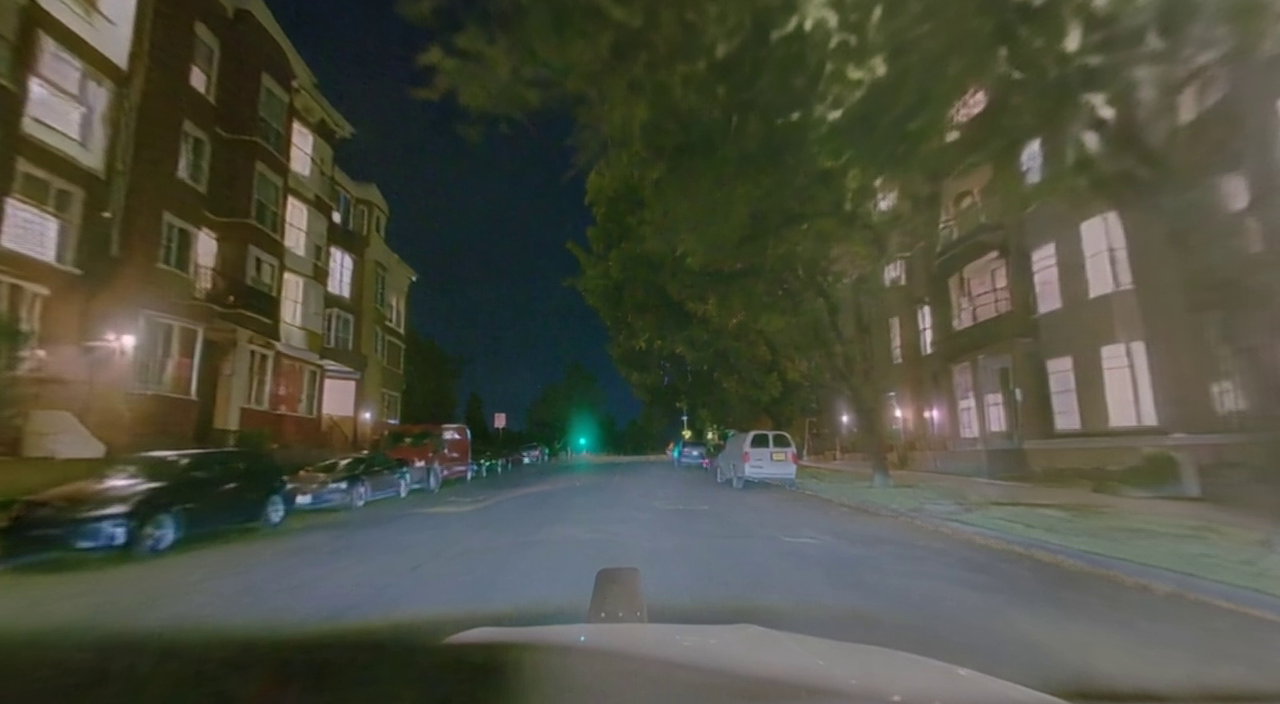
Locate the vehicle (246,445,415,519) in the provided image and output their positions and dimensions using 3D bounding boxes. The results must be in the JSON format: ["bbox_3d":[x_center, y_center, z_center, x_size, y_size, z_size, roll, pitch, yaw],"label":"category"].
[{"bbox_3d":[-7.213,3.024,15.247,1.953,1.501,4.125,-1,-8,1],"label":"vehicle"}]

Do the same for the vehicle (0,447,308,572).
[{"bbox_3d":[-7.232,2.250,9.810,1.832,1.483,4.140,-1,-9,0],"label":"vehicle"}]

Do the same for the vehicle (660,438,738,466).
[{"bbox_3d":[3.844,6.555,41.364,4.726,1.731,2.075,-5,-10,33],"label":"vehicle"}]

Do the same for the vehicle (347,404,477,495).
[{"bbox_3d":[-7.515,3.391,21.619,2.341,2.674,5.753,-1,-10,-1],"label":"vehicle"}]

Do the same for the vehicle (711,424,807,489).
[{"bbox_3d":[3.925,3.559,21.744,2.216,1.955,4.970,0,-8,-2],"label":"vehicle"}]
